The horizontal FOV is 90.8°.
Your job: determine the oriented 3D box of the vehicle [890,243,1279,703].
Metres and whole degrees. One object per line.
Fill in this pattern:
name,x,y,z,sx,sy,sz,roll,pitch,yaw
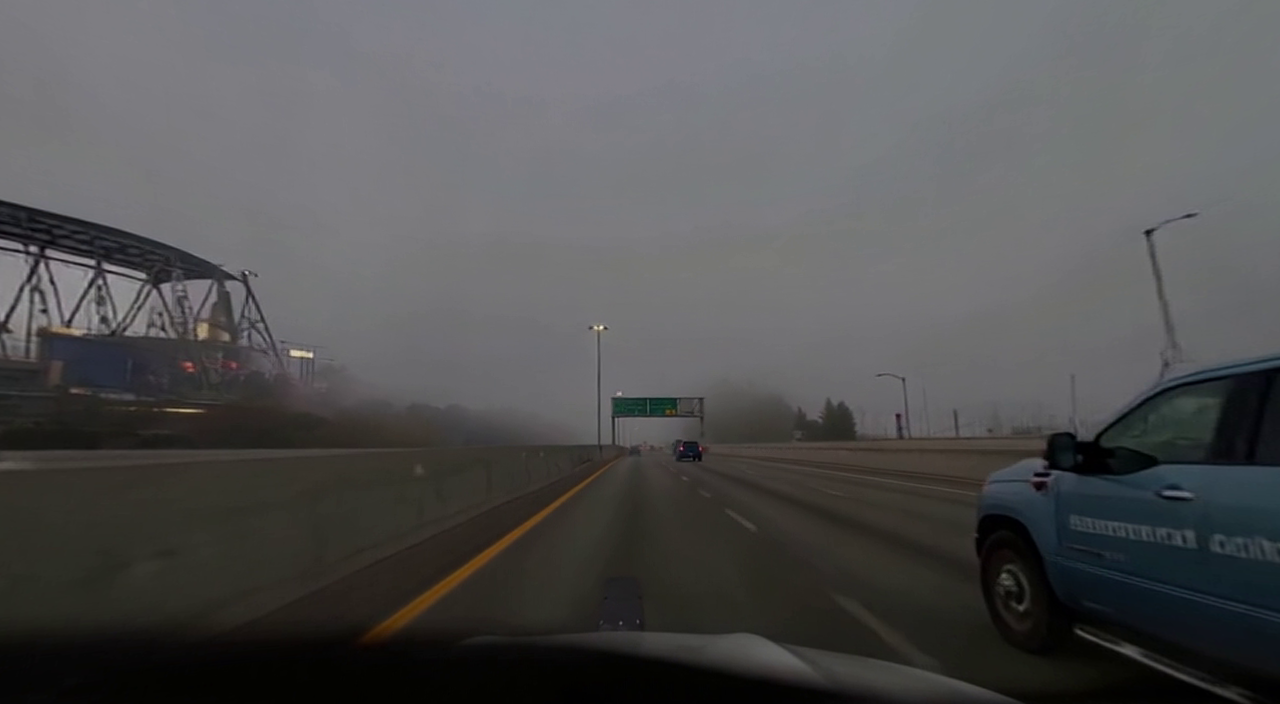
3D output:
vehicle,3.102,0.735,2.420,2.199,2.002,4.970,0,-9,0

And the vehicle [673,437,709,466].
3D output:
vehicle,3.323,6.525,41.529,1.973,1.774,4.092,0,-9,-1
